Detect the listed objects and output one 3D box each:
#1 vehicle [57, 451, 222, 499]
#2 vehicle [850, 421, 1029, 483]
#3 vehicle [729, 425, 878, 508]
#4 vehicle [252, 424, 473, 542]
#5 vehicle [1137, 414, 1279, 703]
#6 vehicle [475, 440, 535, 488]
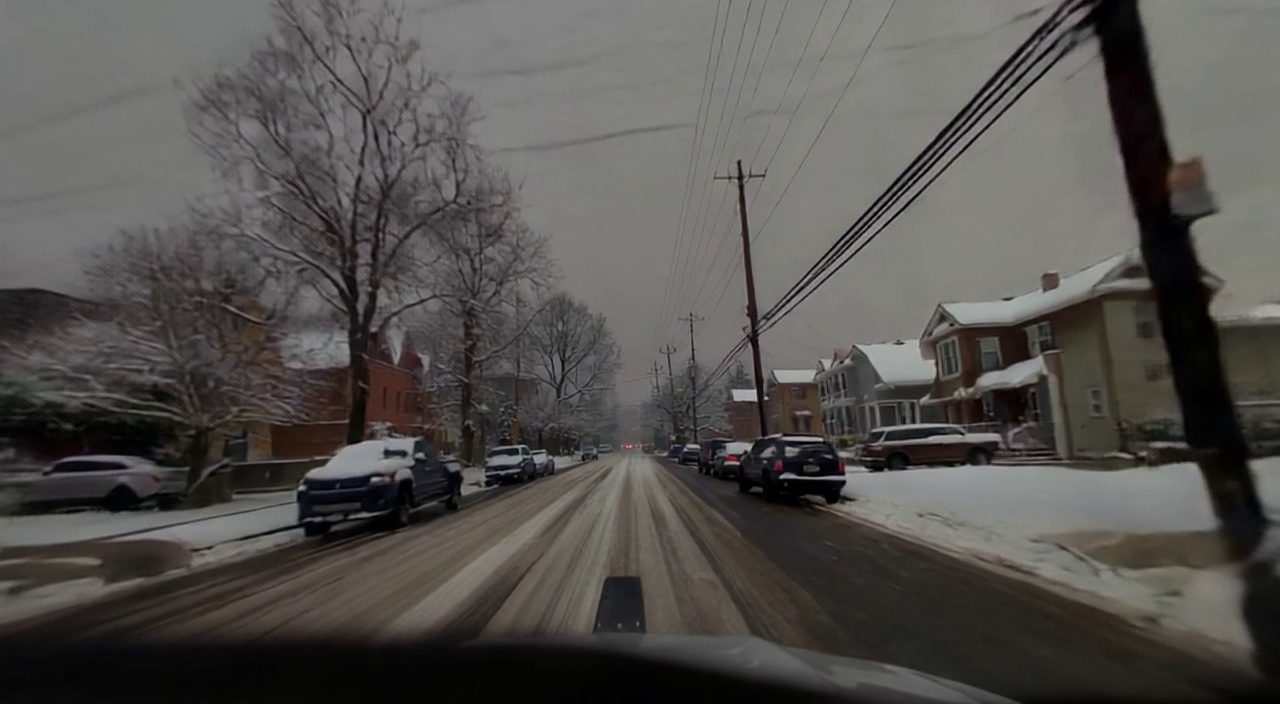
[{"bbox_3d":[-17.665,4.341,22.463,4.184,1.620,1.852,0,-9,-1],"label":"vehicle"},{"bbox_3d":[10.637,3.573,22.747,5.376,1.914,1.988,-2,-8,-3],"label":"vehicle"},{"bbox_3d":[4.058,2.994,16.937,2.279,1.848,5.577,1,-9,-2],"label":"vehicle"},{"bbox_3d":[-5.525,2.661,13.781,2.285,1.895,5.883,-2,-8,-1],"label":"vehicle"},{"bbox_3d":[4.244,0.823,1.587,2.051,1.479,4.758,0,-9,-1],"label":"vehicle"},{"bbox_3d":[-5.838,4.850,27.842,2.046,1.825,4.627,-2,-8,-6],"label":"vehicle"}]
